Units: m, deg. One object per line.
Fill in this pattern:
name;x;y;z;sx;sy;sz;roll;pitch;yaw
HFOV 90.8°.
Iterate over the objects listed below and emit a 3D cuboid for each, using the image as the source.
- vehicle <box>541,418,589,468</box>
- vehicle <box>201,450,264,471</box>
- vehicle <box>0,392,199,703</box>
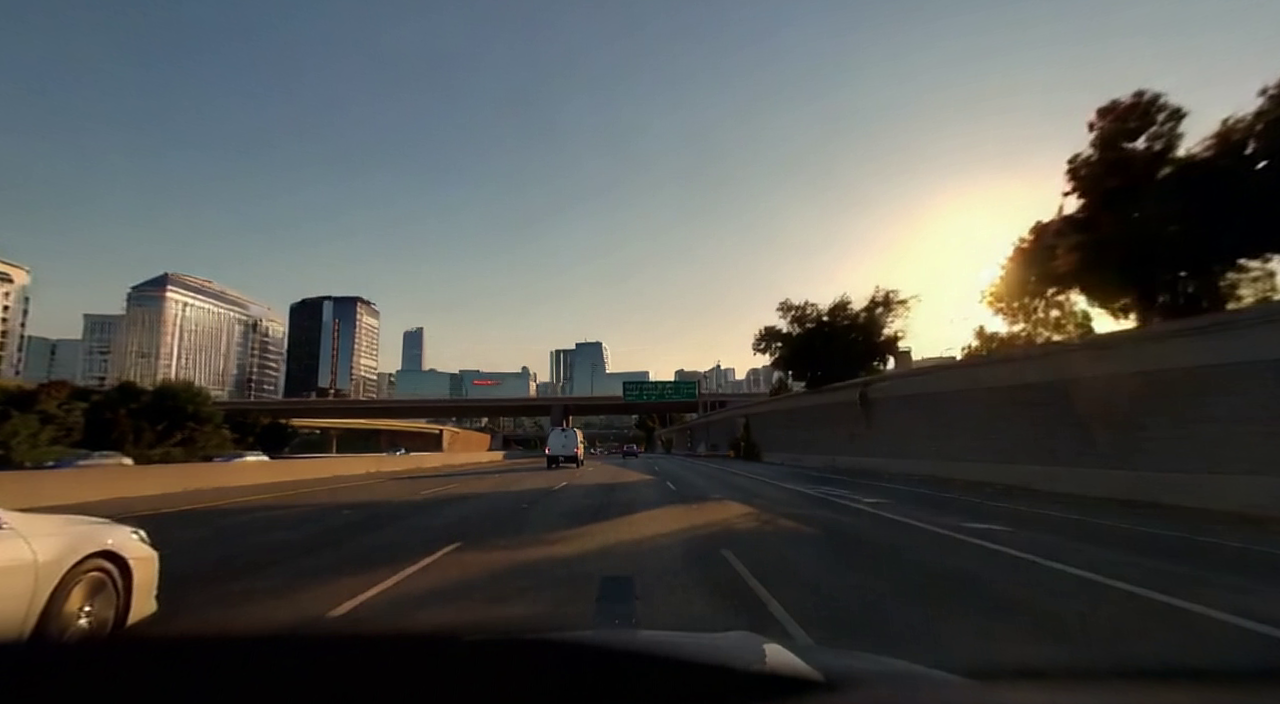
vehicle;-4.684;5.868;40.648;2.364;2.953;6.732;0;-8;-1
vehicle;-30.739;8.157;47.792;1.829;1.435;4.486;0;-8;-1
vehicle;-4.082;0.825;2.028;2.025;1.556;4.594;0;-8;-1
